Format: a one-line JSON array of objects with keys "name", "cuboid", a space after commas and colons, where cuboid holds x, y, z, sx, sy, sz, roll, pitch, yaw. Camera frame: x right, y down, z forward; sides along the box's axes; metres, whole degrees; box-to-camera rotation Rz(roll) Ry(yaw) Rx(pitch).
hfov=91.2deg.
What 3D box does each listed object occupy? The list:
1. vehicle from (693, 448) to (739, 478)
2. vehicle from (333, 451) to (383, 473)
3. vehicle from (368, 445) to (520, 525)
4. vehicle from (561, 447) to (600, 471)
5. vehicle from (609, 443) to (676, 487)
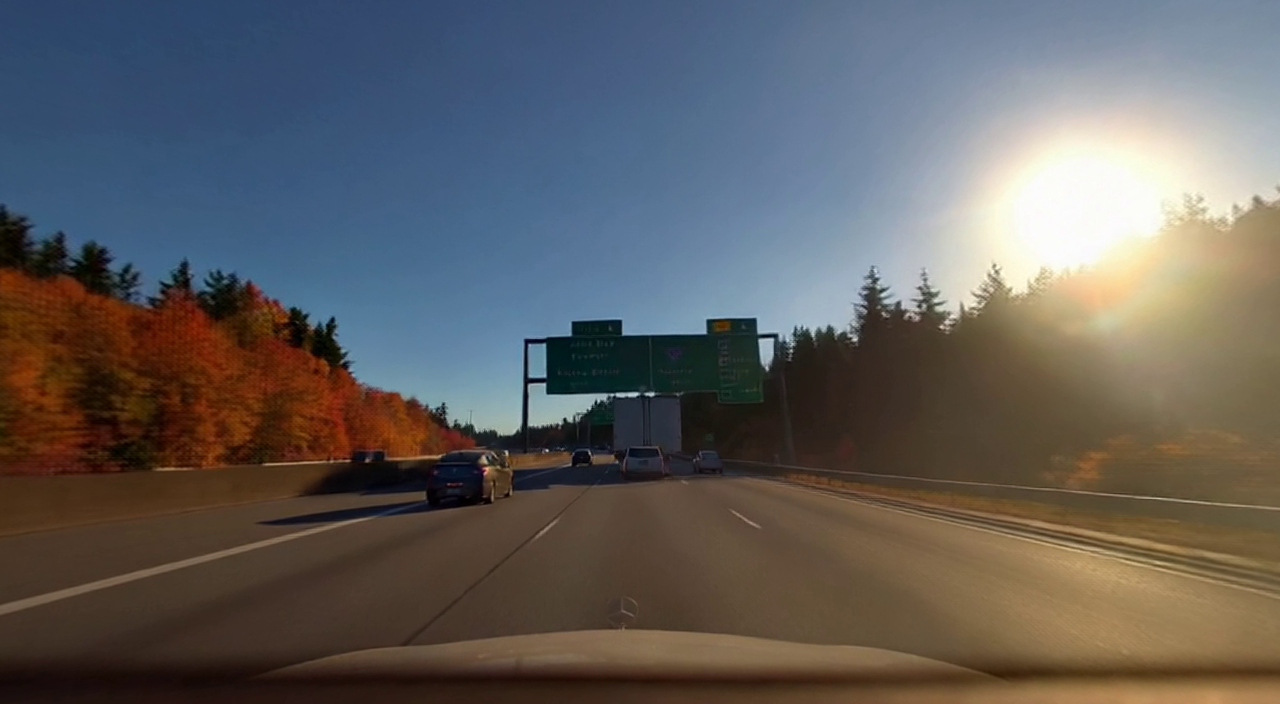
[{"name": "vehicle", "cuboid": [4.270, 6.342, 36.037, 2.035, 1.571, 4.413, 0, -9, -1]}, {"name": "vehicle", "cuboid": [-22.199, 8.654, 49.448, 1.919, 1.671, 4.274, 0, -9, 0]}, {"name": "vehicle", "cuboid": [-4.078, 2.816, 13.860, 2.017, 1.469, 4.113, 0, -9, 0]}, {"name": "vehicle", "cuboid": [-4.398, 7.982, 47.034, 2.545, 1.679, 4.267, 0, -9, 0]}, {"name": "vehicle", "cuboid": [0.083, 4.772, 26.787, 2.634, 1.679, 4.070, 0, -9, 0]}]
